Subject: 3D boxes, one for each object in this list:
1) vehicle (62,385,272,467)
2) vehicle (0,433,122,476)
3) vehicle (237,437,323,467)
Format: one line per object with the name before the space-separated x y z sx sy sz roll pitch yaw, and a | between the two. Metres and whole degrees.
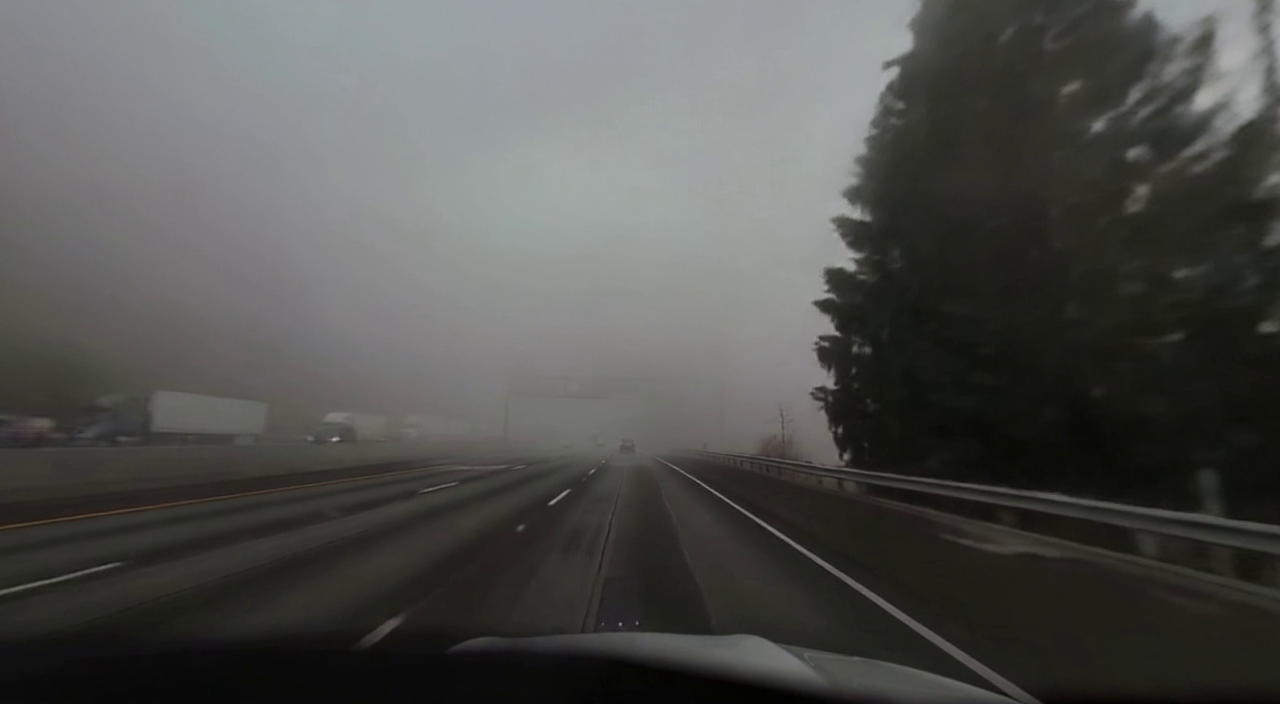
vehicle | -25.671 4.266 35.557 2.922 3.800 11.932 0 -8 -2
vehicle | -21.506 3.703 23.137 1.694 1.407 3.871 0 -8 -1
vehicle | -18.389 5.094 32.457 1.896 1.425 4.391 0 -8 -1
